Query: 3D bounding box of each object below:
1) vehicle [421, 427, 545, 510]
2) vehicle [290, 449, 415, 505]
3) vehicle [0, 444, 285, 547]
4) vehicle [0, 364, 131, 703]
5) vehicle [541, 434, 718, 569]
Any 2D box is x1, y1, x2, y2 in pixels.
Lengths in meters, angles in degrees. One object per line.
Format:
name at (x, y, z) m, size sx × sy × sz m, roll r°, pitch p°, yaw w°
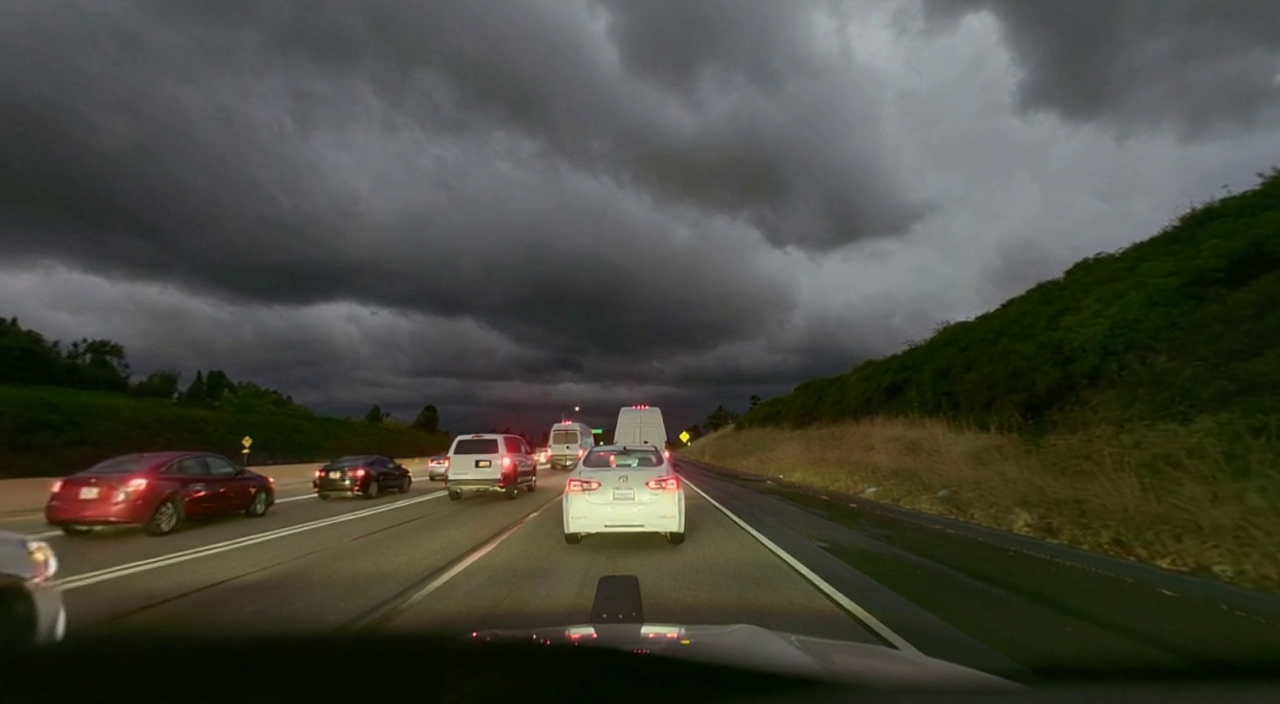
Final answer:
vehicle at (-4.046, 3.102, 17.205) m, size 2.055 × 1.913 × 4.584 m, roll -1°, pitch -9°, yaw 2°
vehicle at (-8.397, 3.640, 18.847) m, size 1.826 × 1.465 × 3.916 m, roll -1°, pitch -9°, yaw 1°
vehicle at (-8.707, 2.445, 11.474) m, size 1.884 × 1.484 × 4.389 m, roll -1°, pitch -9°, yaw 1°
vehicle at (-3.633, 0.637, 0.941) m, size 2.029 × 1.656 × 4.437 m, roll 0°, pitch -9°, yaw 0°
vehicle at (-0.140, 1.957, 8.899) m, size 1.995 × 1.495 × 3.380 m, roll 0°, pitch -9°, yaw -1°
